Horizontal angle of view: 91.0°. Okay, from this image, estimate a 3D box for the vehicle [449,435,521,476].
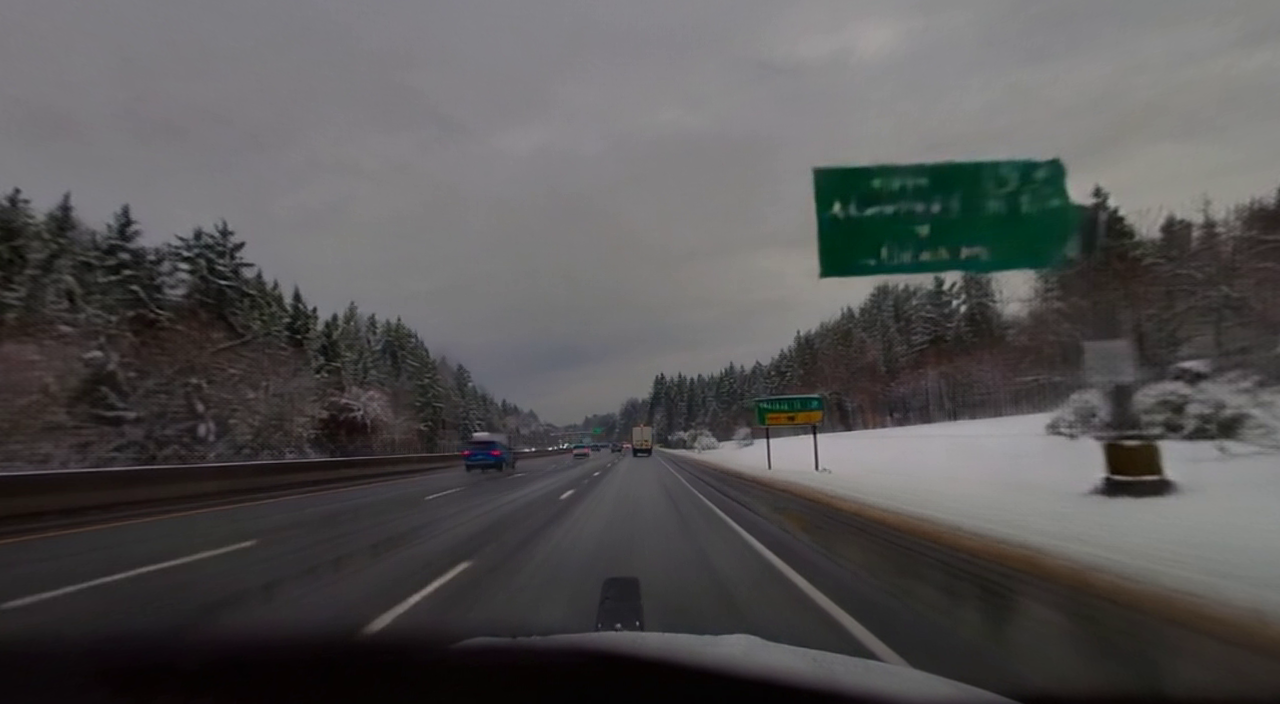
[{"bbox_3d":[-7.367,4.969,30.464,2.253,1.815,4.618,0,-9,1],"label":"vehicle"}]
